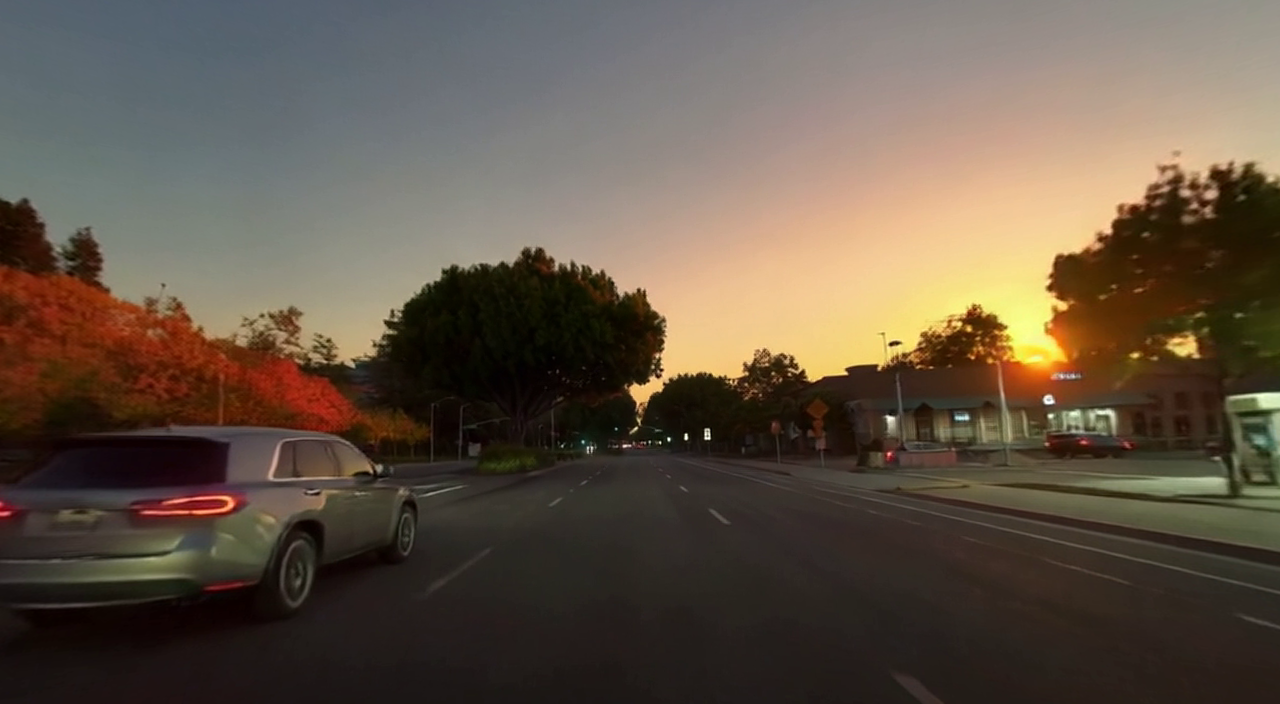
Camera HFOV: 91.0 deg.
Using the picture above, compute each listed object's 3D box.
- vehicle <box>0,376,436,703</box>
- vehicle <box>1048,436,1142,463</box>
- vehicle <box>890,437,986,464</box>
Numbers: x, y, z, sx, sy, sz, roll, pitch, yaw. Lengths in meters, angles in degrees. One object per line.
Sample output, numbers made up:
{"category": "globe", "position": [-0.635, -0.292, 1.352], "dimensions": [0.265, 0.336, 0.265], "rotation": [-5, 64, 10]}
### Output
{"category": "vehicle", "position": [-3.448, 1.279, 5.126], "dimensions": [2.039, 1.656, 4.710], "rotation": [0, -9, -1]}
{"category": "vehicle", "position": [30.058, 6.461, 41.733], "dimensions": [4.507, 1.752, 2.016], "rotation": [-1, -9, 9]}
{"category": "vehicle", "position": [17.478, 5.845, 37.146], "dimensions": [4.671, 1.466, 1.937], "rotation": [0, -10, 5]}
